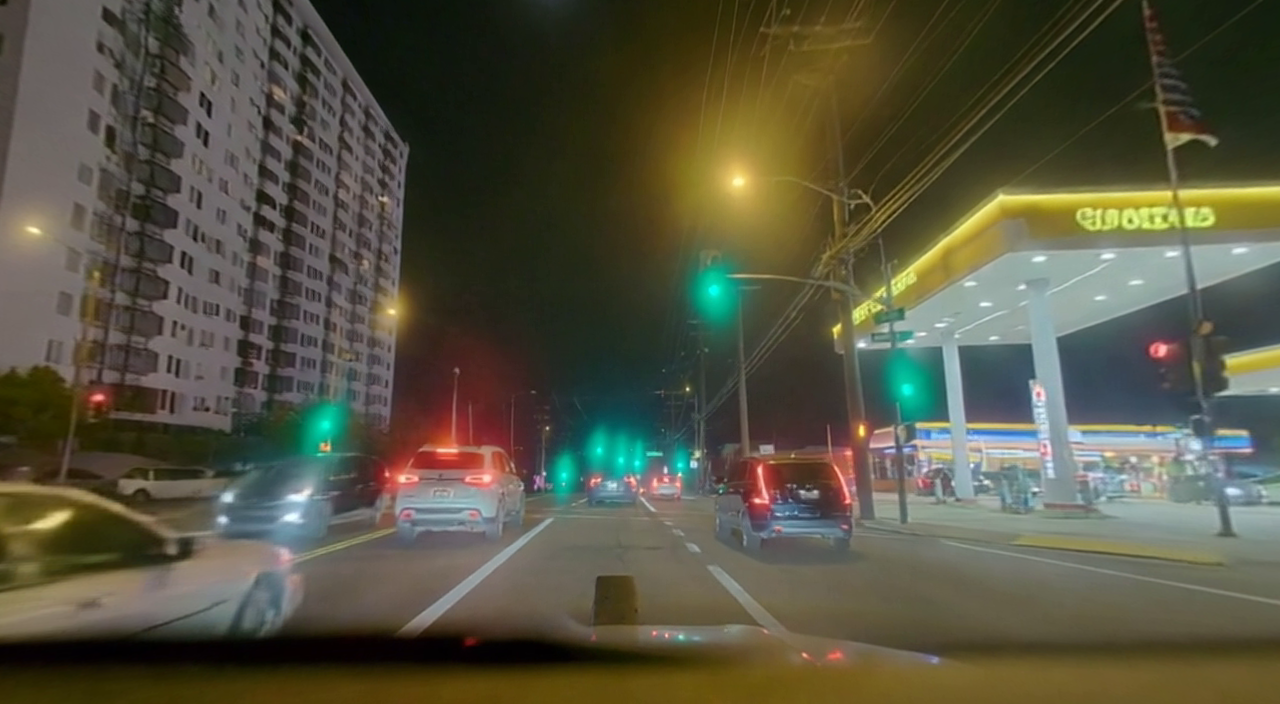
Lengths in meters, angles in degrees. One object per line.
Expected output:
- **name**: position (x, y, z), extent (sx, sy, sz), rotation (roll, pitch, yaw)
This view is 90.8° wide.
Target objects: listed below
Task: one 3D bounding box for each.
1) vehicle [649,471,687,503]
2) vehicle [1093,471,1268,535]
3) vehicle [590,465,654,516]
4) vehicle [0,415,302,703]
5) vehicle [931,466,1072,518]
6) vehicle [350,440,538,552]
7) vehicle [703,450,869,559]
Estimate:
- **vehicle**: position (1.687, 8.337, 39.272), extent (1.953, 1.687, 4.094), rotation (0, -9, -3)
- **vehicle**: position (15.767, 4.372, 18.847), extent (1.959, 1.482, 4.664), rotation (-2, -9, 13)
- **vehicle**: position (-0.623, 4.705, 21.796), extent (1.999, 1.487, 3.939), rotation (0, -9, -2)
- **vehicle**: position (-3.107, 0.915, 1.878), extent (1.932, 1.458, 4.330), rotation (0, -9, -2)
- **vehicle**: position (12.208, 4.659, 21.370), extent (4.048, 1.539, 1.820), rotation (3, -10, -19)
- **vehicle**: position (-3.405, 2.591, 12.100), extent (2.221, 1.706, 4.451), rotation (0, -9, -1)
- **vehicle**: position (2.463, 2.681, 11.861), extent (1.945, 1.647, 4.160), rotation (0, -9, -2)
